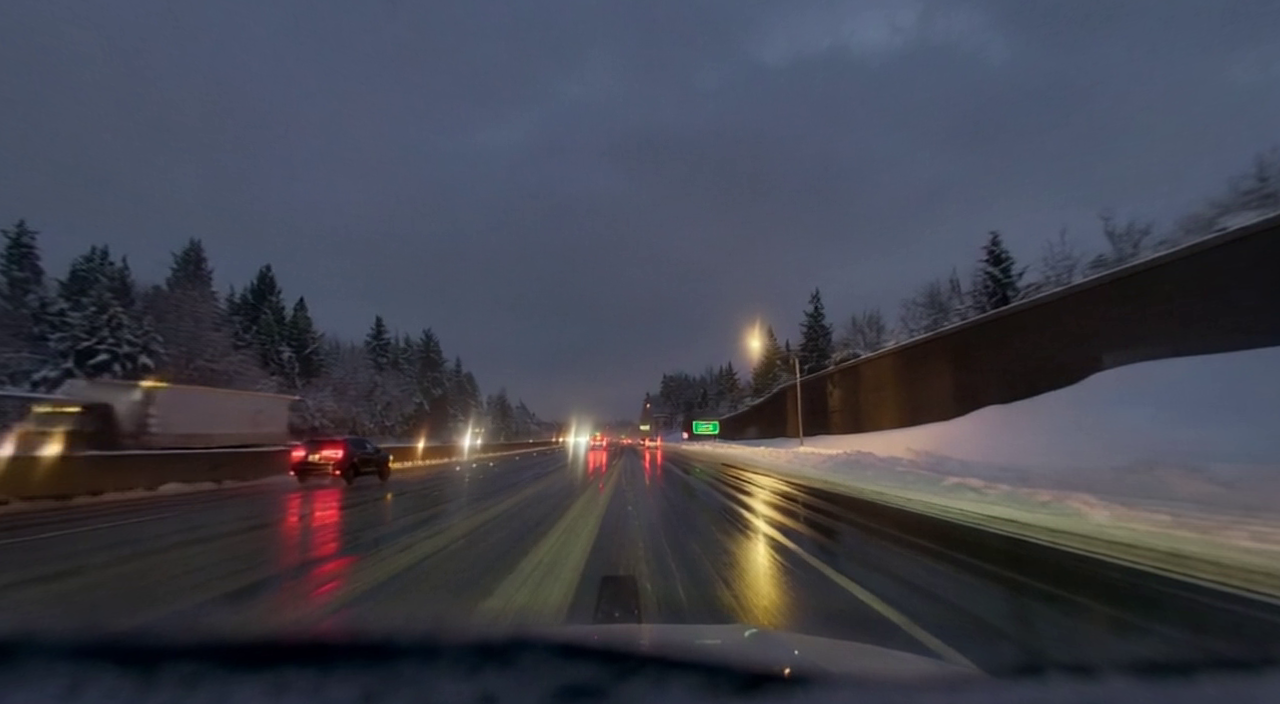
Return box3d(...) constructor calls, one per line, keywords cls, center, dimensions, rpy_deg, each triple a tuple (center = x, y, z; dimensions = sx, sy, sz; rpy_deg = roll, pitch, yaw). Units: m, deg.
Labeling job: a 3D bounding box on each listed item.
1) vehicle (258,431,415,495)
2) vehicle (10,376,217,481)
box3d(cls="vehicle", center=(-8.050, 2.991, 17.337), dimensions=(2.060, 1.507, 4.494), rpy_deg=(0, -8, 0))
box3d(cls="vehicle", center=(-22.381, 3.402, 27.558), dimensions=(3.014, 3.972, 6.801), rpy_deg=(0, -8, -1))
